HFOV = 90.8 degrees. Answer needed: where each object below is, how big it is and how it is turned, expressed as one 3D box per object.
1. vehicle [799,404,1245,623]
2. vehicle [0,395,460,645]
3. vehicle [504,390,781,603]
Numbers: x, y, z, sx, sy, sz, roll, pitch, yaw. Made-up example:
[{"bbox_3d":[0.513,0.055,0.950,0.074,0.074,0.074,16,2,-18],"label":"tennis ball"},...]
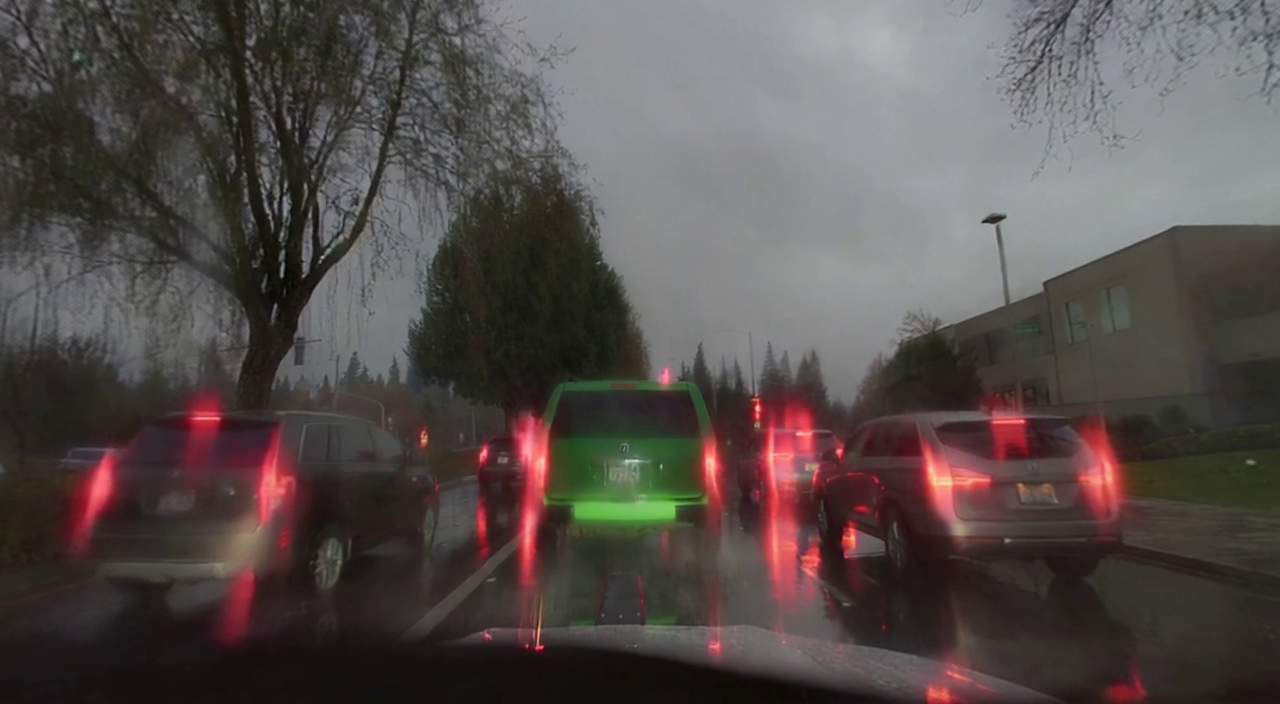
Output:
[{"bbox_3d":[3.473,1.554,7.042,2.202,1.657,4.298,0,-9,-1],"label":"vehicle"},{"bbox_3d":[-3.364,1.410,6.275,1.961,1.639,4.064,0,-9,0],"label":"vehicle"},{"bbox_3d":[0.001,1.486,7.253,2.294,1.761,3.857,0,-9,-1],"label":"vehicle"}]
